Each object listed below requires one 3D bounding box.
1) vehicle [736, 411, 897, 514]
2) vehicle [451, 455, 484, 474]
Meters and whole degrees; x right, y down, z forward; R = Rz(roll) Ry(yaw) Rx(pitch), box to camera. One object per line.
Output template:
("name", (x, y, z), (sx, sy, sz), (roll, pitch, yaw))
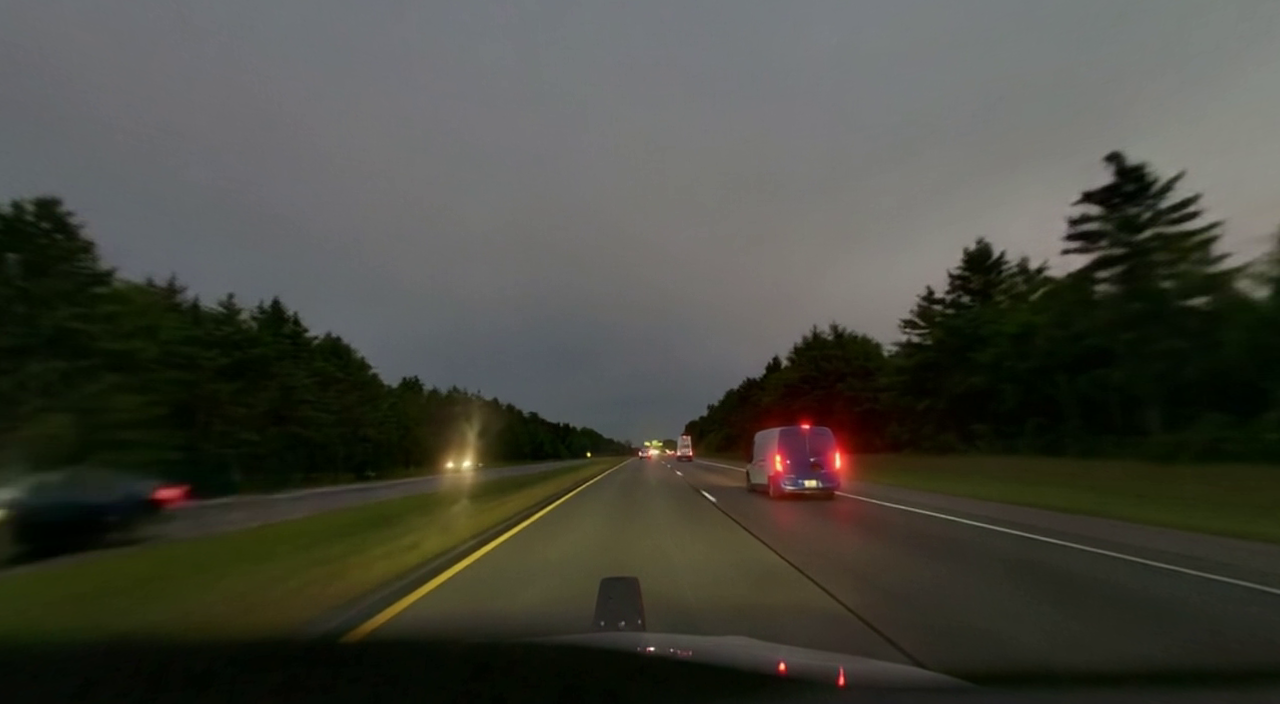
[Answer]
("vehicle", (3.937, 2.598, 15.168), (2.371, 2.045, 4.768), (0, -9, -1))
("vehicle", (-12.971, 8.489, 47.491), (1.530, 1.346, 3.220), (-1, -9, 1))
